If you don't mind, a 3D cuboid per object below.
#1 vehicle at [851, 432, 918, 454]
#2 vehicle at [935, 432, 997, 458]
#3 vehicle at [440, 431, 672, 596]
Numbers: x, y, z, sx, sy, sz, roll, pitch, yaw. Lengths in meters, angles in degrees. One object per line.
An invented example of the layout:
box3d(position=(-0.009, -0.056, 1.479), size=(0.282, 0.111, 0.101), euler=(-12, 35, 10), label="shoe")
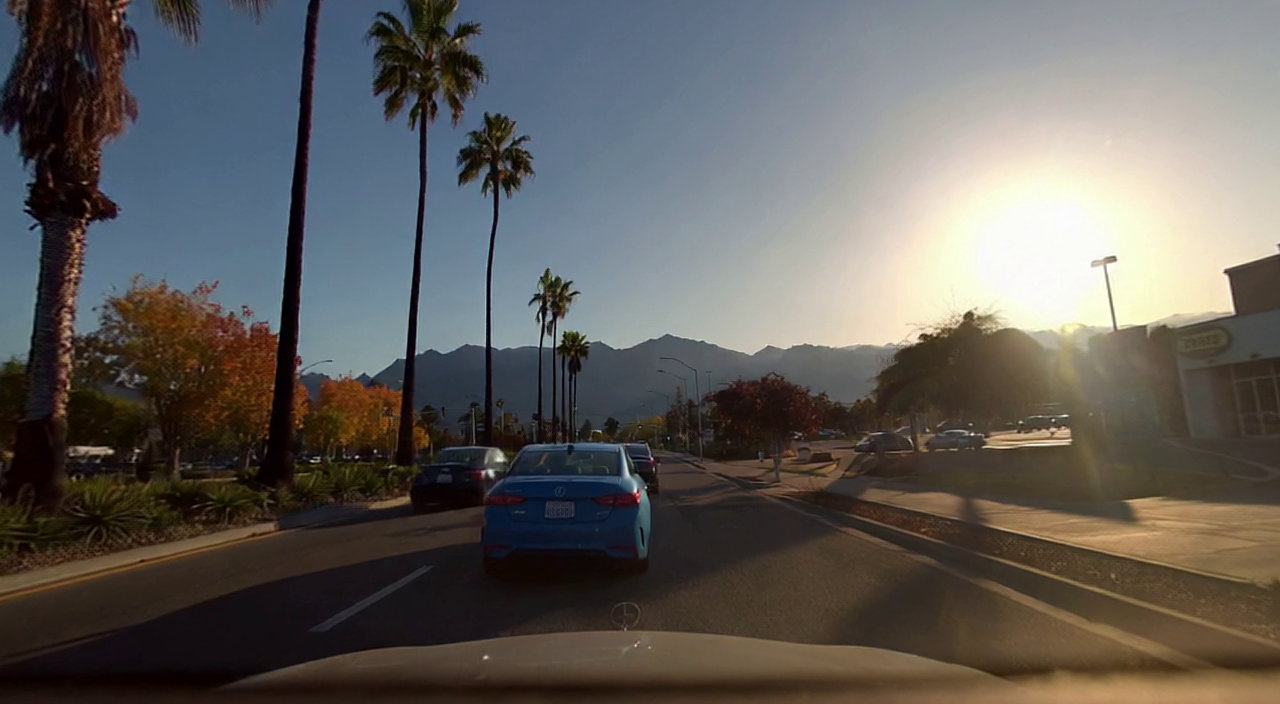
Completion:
box3d(position=(19.214, 7.197, 49.806), size=(1.925, 1.652, 4.490), euler=(6, -10, -34), label="vehicle")
box3d(position=(20.665, 5.904, 39.948), size=(4.640, 1.526, 1.961), euler=(8, -12, -43), label="vehicle")
box3d(position=(-0.824, 1.737, 7.680), size=(2.067, 1.459, 3.886), euler=(0, -8, -2), label="vehicle")
